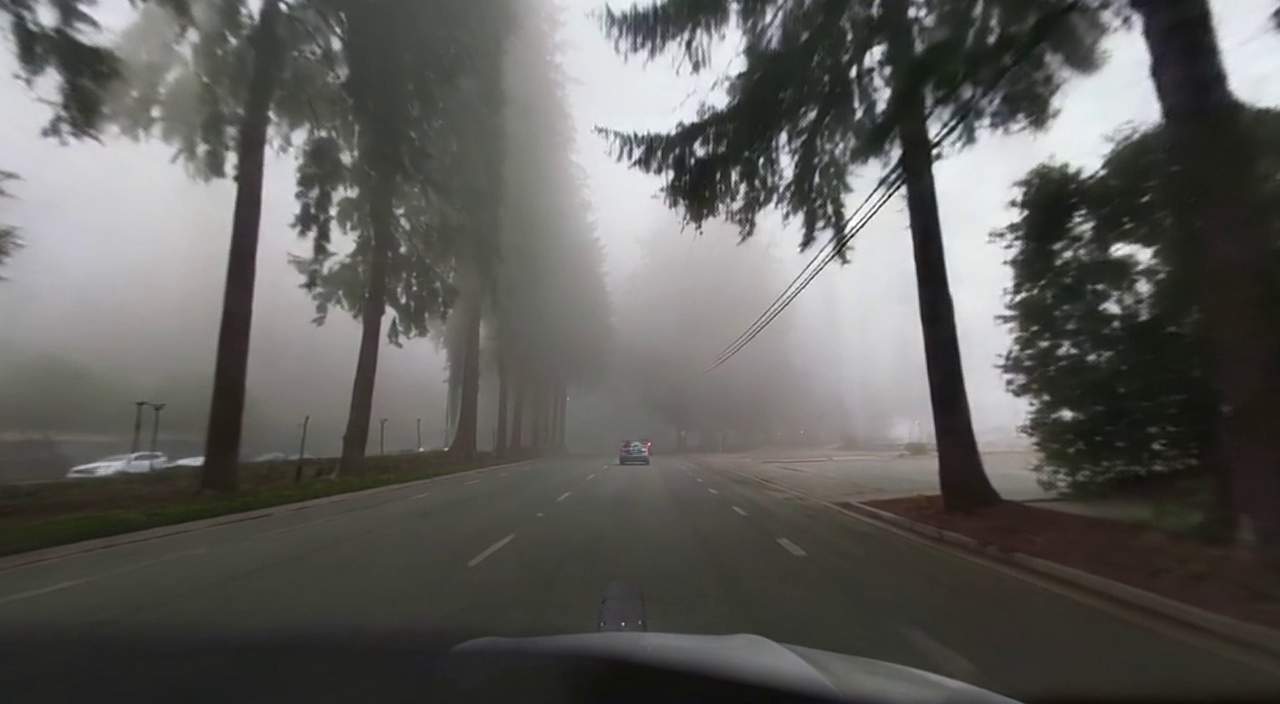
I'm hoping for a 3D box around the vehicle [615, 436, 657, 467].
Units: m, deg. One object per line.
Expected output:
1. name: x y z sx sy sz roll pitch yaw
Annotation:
1. vehicle: -0.206 5.025 31.753 1.991 1.463 3.988 0 -8 0
